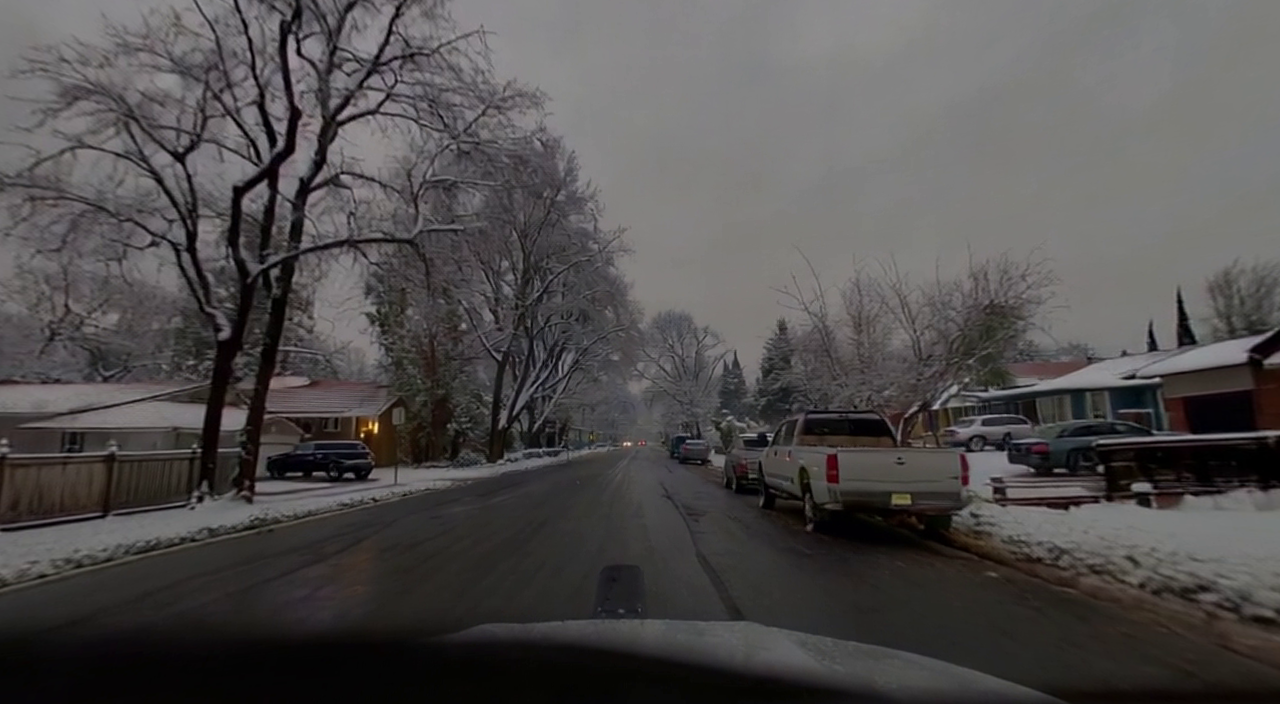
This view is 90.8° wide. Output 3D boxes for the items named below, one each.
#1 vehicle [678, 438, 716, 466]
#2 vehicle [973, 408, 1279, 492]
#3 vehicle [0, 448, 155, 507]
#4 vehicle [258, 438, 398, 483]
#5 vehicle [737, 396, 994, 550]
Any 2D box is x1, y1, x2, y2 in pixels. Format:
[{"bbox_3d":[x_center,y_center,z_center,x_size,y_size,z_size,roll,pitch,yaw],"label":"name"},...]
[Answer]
[{"bbox_3d":[3.336,5.970,37.795,2.016,1.567,4.228,0,-8,1],"label":"vehicle"},{"bbox_3d":[10.454,2.185,13.926,5.041,1.486,1.969,-5,-9,13],"label":"vehicle"},{"bbox_3d":[-16.238,3.417,17.480,4.276,1.463,1.832,-1,-8,7],"label":"vehicle"},{"bbox_3d":[-13.228,4.608,27.012,4.928,1.797,1.981,0,-8,2],"label":"vehicle"},{"bbox_3d":[3.177,1.844,10.379,2.241,1.875,5.059,0,-8,-1],"label":"vehicle"}]
